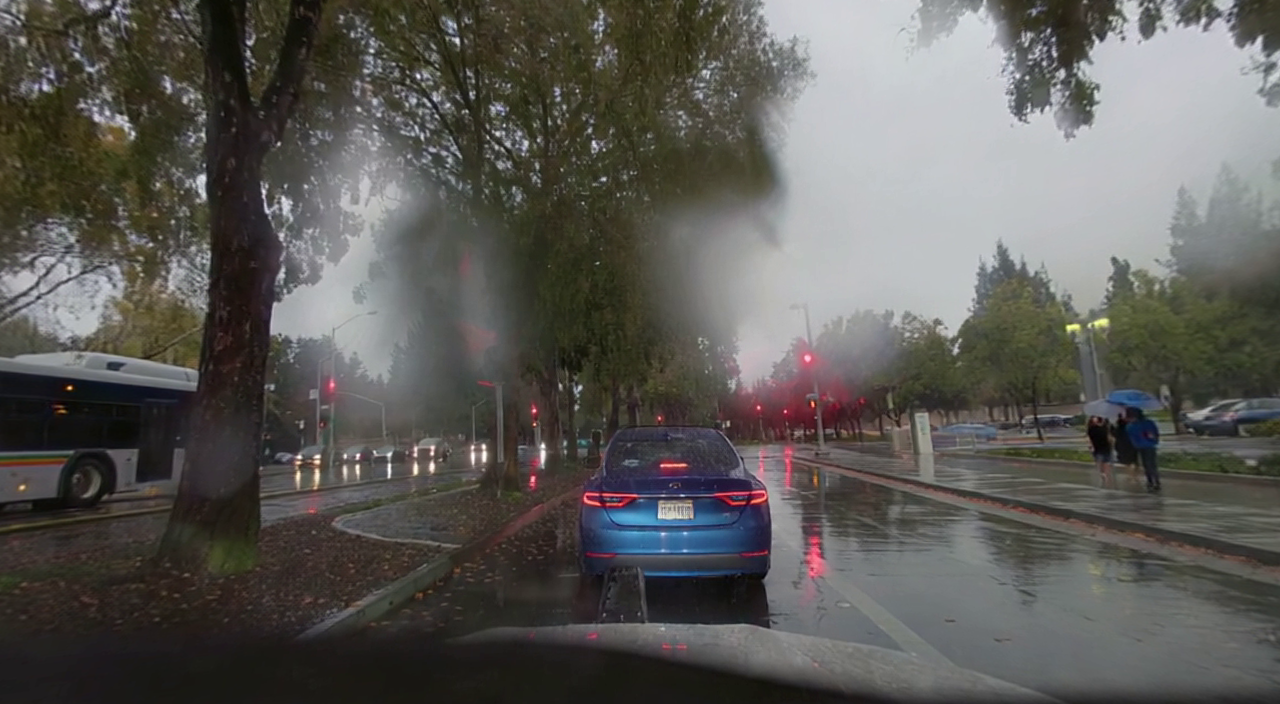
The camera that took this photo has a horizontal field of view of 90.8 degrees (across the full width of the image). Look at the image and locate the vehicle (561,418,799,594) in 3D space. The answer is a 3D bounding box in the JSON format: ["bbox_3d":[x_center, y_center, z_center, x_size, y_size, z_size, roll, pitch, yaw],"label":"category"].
[{"bbox_3d":[0.381,1.611,7.406,2.035,1.499,3.799,0,-8,1],"label":"vehicle"}]
